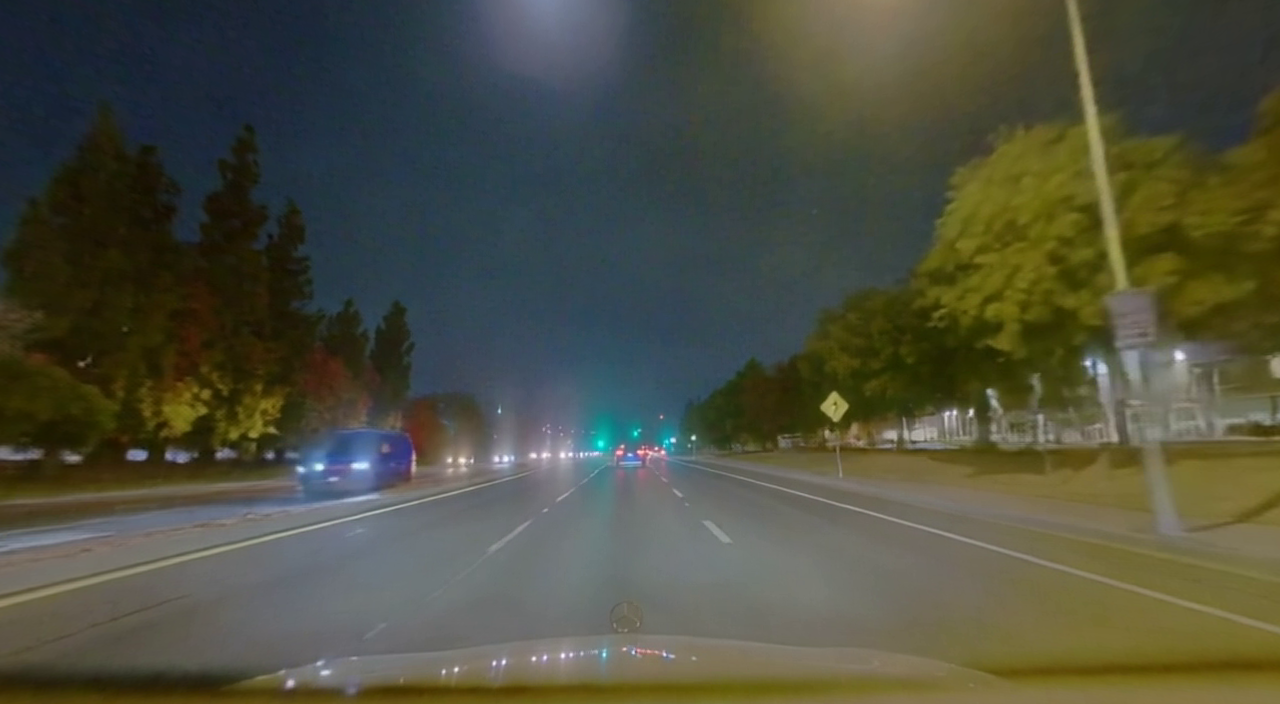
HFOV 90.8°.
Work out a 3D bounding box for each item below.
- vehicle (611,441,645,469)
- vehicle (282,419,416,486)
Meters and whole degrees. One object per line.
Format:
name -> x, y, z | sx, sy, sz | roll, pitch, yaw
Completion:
vehicle -> -0.796, 6.871, 42.290 | 2.174, 1.703, 4.231 | 0, -9, 0
vehicle -> -14.948, 5.283, 33.459 | 2.941, 3.068, 8.587 | 0, -9, 1
